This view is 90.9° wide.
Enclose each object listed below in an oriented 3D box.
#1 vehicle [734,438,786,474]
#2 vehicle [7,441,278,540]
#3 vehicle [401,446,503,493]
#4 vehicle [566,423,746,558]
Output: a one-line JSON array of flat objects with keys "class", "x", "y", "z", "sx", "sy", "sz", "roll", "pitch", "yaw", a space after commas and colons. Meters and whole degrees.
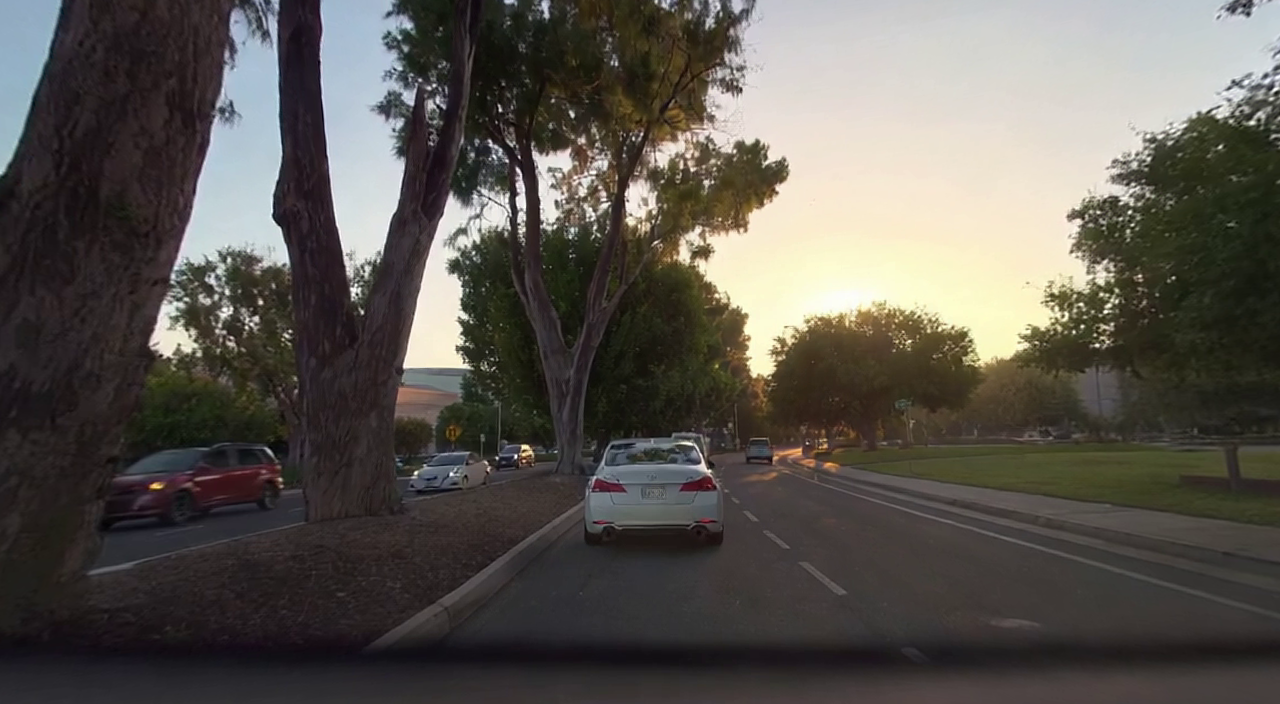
[{"class": "vehicle", "x": 5.409, "y": 4.728, "z": 28.928, "sx": 1.984, "sy": 1.507, "sz": 4.359, "roll": -1, "pitch": -8, "yaw": 6}, {"class": "vehicle", "x": -10.549, "y": 2.902, "z": 14.008, "sx": 2.124, "sy": 1.793, "sz": 4.574, "roll": -1, "pitch": -8, "yaw": 3}, {"class": "vehicle", "x": -6.466, "y": 4.071, "z": 22.291, "sx": 1.929, "sy": 1.463, "sz": 4.405, "roll": -1, "pitch": -8, "yaw": 5}, {"class": "vehicle", "x": 0.213, "y": 1.953, "z": 9.611, "sx": 2.154, "sy": 1.585, "sz": 3.997, "roll": -1, "pitch": -8, "yaw": 1}]
